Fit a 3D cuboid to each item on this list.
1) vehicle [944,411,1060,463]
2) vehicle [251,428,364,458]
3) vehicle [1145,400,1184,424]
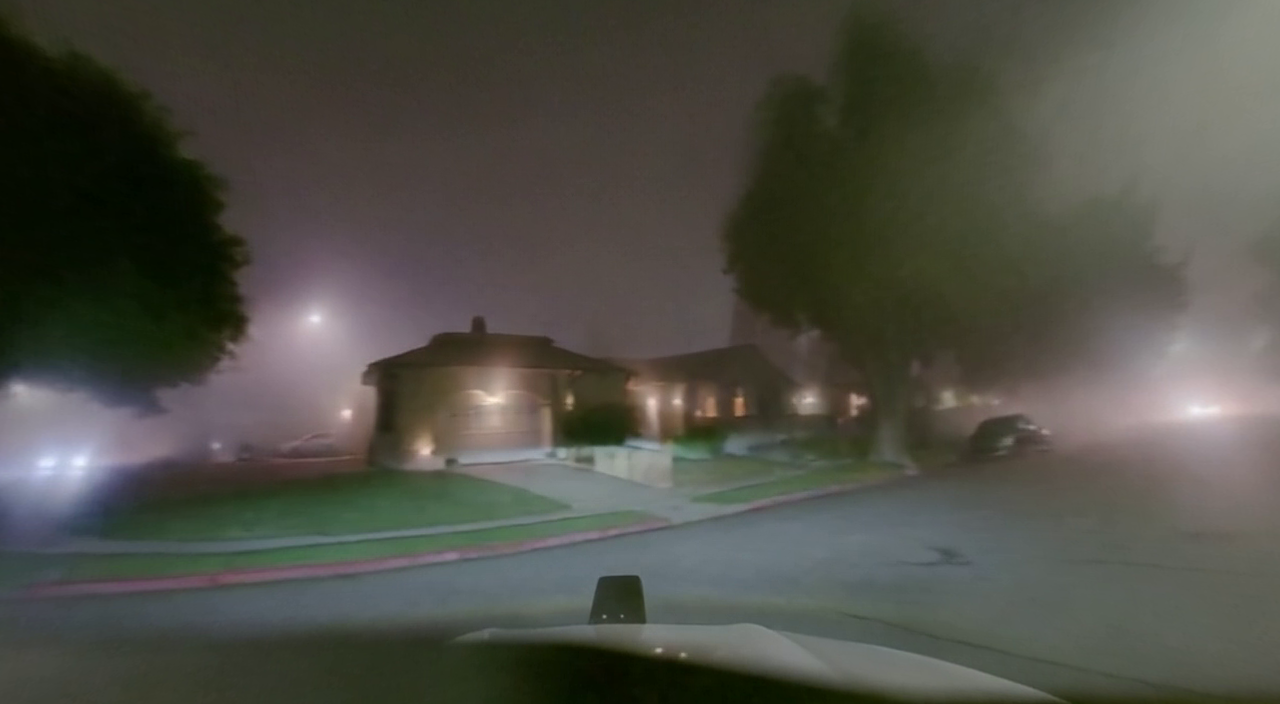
[{"bbox_3d":[11.774,2.742,20.439,4.292,1.490,1.954,7,-11,-42],"label":"vehicle"},{"bbox_3d":[-17.434,4.770,33.273,4.799,1.469,2.010,7,-11,-44],"label":"vehicle"},{"bbox_3d":[41.530,4.787,49.988,4.066,1.655,1.805,7,-11,-44],"label":"vehicle"}]
